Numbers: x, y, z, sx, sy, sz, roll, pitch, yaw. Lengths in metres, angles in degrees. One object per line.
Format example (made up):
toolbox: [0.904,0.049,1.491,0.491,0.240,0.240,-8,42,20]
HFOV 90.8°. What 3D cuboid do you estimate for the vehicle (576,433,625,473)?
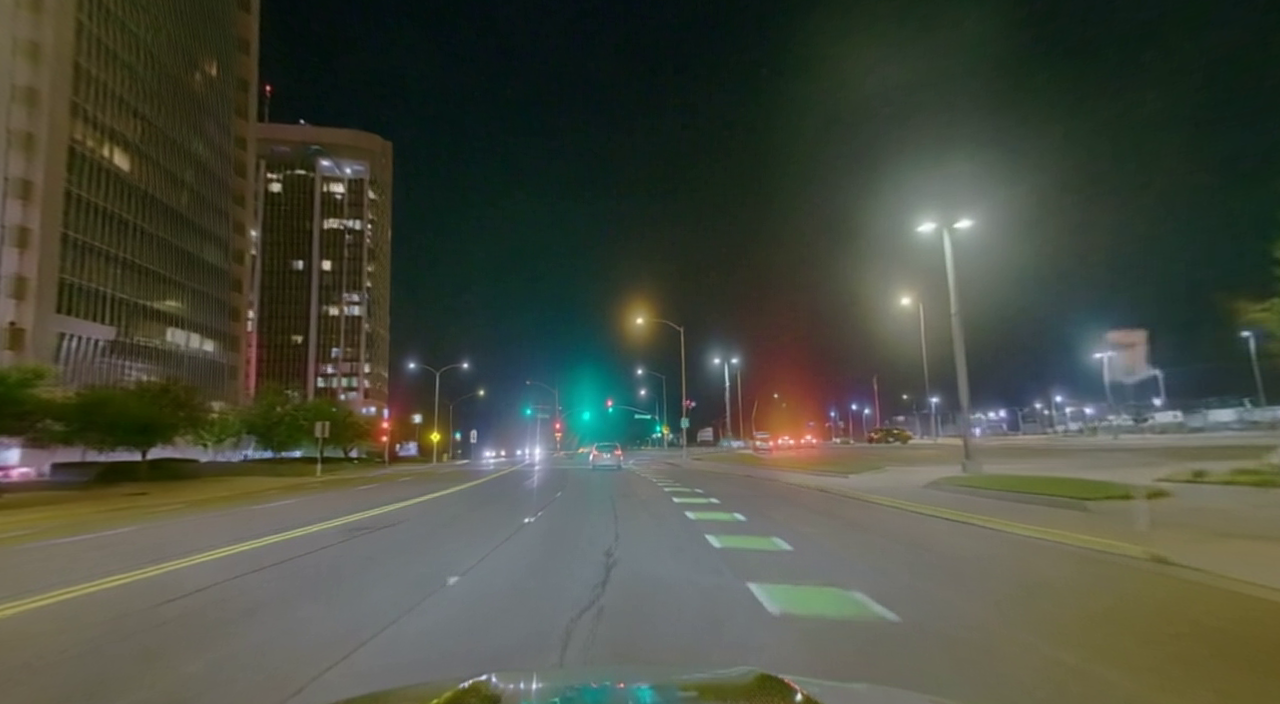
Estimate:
vehicle: [-1.916,4.922,31.080,2.230,1.827,4.298,0,-8,-3]
